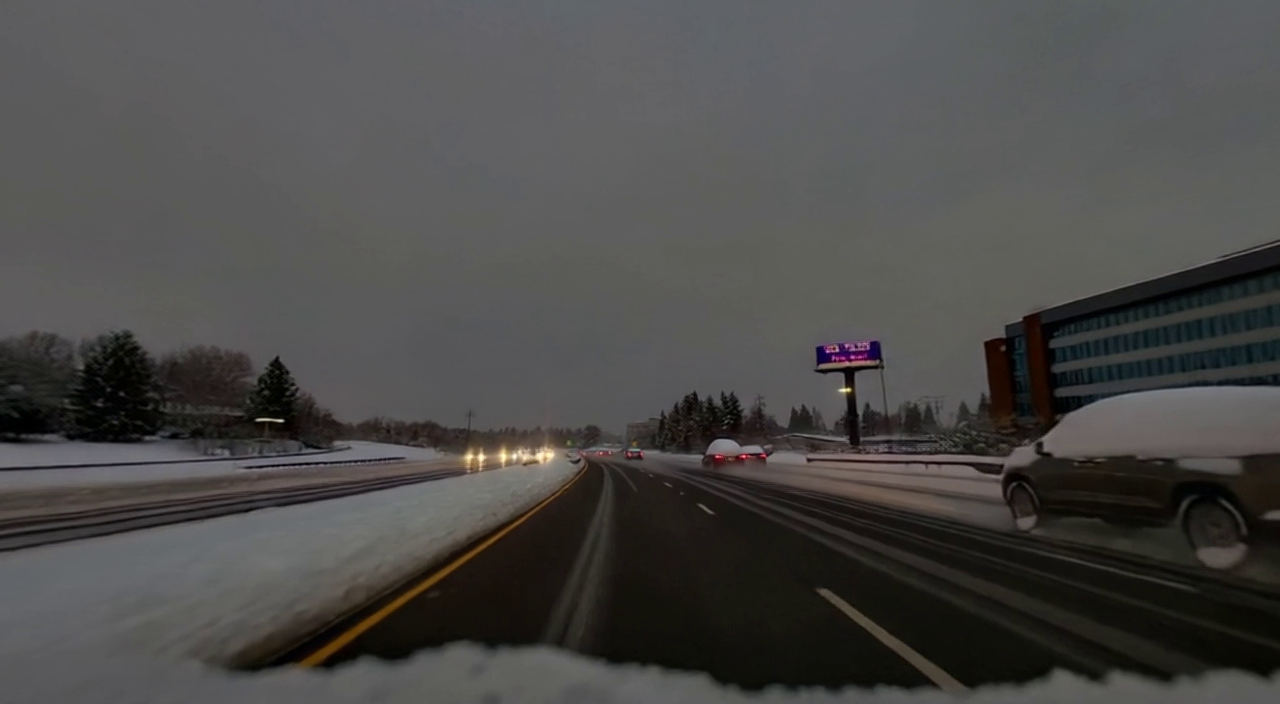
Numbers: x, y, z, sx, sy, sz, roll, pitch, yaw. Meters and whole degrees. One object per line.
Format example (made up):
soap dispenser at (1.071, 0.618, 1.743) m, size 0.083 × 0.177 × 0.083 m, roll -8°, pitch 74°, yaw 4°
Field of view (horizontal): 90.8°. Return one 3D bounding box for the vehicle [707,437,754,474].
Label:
vehicle at (5.739, 6.649, 40.769) m, size 2.043 × 2.154 × 4.731 m, roll 0°, pitch -9°, yaw -3°

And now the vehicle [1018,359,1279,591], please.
vehicle at (6.536, 1.205, 6.472) m, size 2.181 × 1.952 × 4.973 m, roll 0°, pitch -9°, yaw 0°
